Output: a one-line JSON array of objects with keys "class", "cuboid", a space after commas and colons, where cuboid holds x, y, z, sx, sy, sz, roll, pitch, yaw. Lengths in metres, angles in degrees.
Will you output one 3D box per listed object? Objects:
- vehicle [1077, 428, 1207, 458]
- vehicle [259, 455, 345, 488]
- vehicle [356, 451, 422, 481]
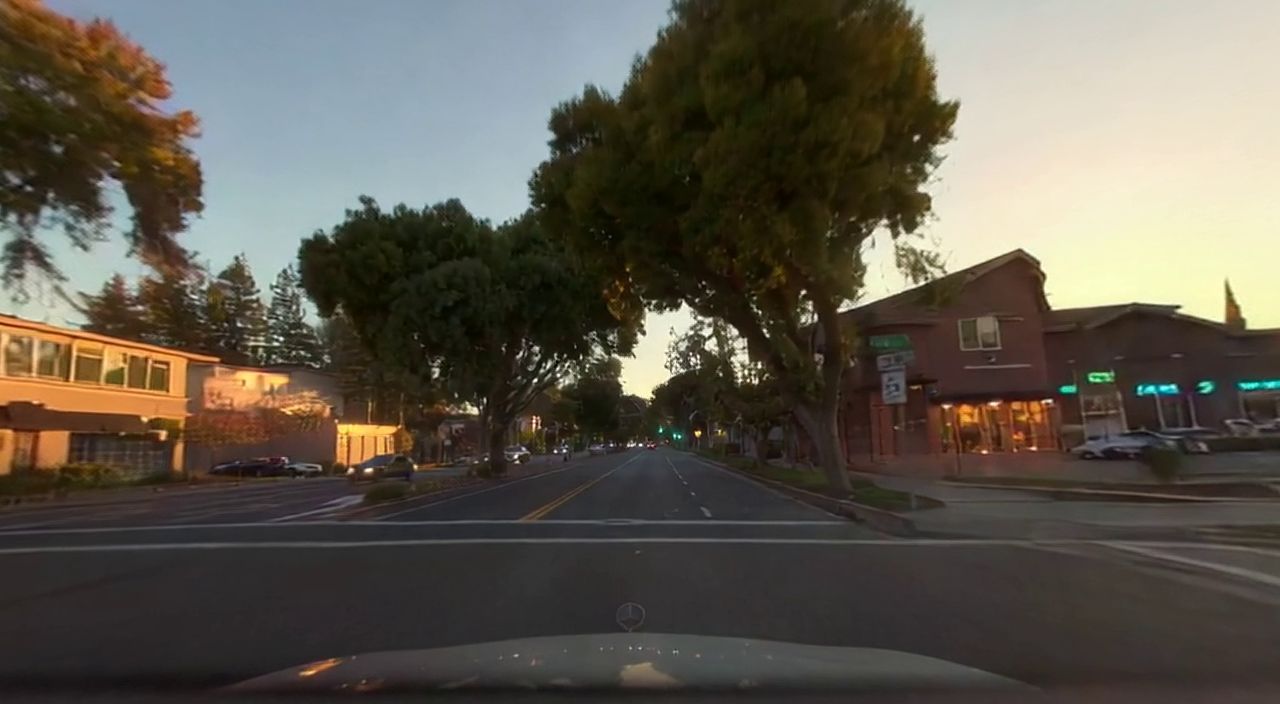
[{"class": "vehicle", "cuboid": [25.983, 4.762, 32.887, 4.942, 1.435, 1.987, -5, -9, 28]}, {"class": "vehicle", "cuboid": [-17.888, 6.326, 33.668, 1.945, 1.486, 4.652, -2, -8, 1]}, {"class": "vehicle", "cuboid": [-14.287, 6.477, 36.098, 1.963, 1.487, 4.331, -3, -8, 1]}]
